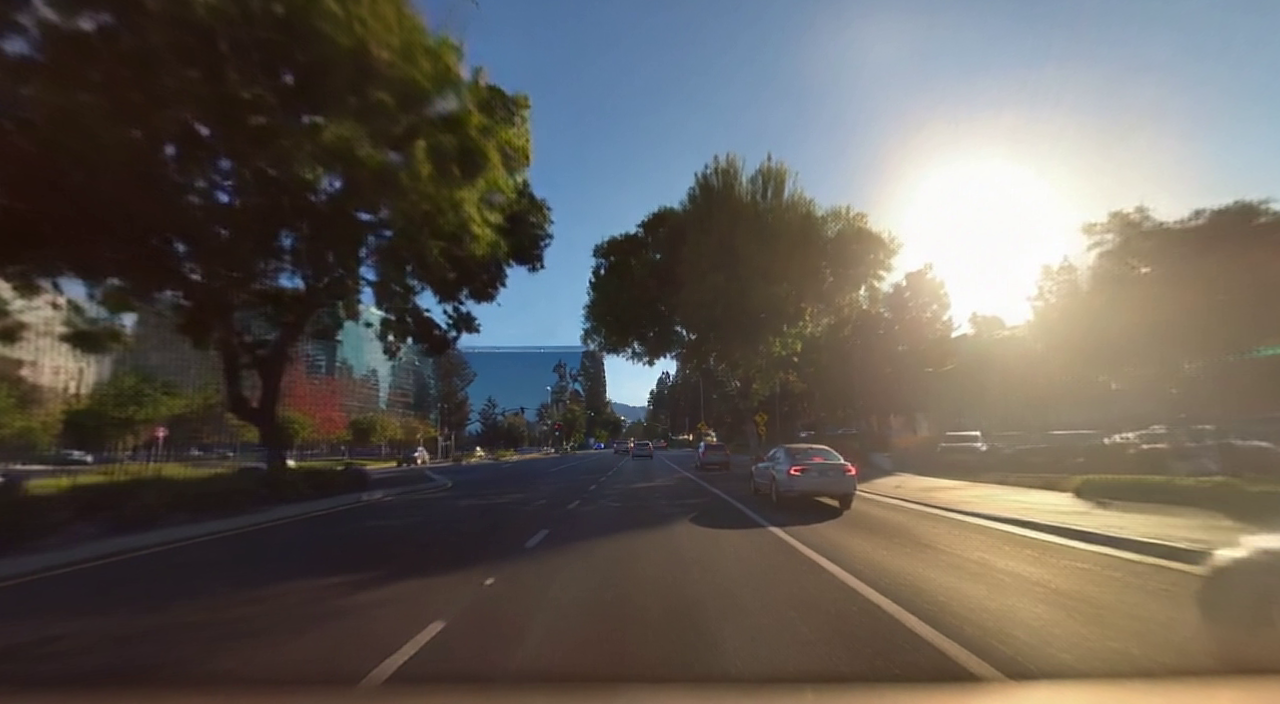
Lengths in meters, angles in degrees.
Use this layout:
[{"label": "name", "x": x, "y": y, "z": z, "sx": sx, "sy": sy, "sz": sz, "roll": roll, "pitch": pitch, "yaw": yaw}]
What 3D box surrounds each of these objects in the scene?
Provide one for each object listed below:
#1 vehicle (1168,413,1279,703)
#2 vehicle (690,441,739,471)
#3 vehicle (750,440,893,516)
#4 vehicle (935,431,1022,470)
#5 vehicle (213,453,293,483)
[{"label": "vehicle", "x": 4.029, "y": 0.800, "z": 1.471, "sx": 1.913, "sy": 1.463, "sz": 4.198, "roll": 0, "pitch": -8, "yaw": 0}, {"label": "vehicle", "x": 3.906, "y": 5.538, "z": 33.928, "sx": 1.939, "sy": 1.474, "sz": 4.716, "roll": 0, "pitch": -8, "yaw": -1}, {"label": "vehicle", "x": 3.848, "y": 2.726, "z": 14.227, "sx": 1.872, "sy": 1.431, "sz": 4.270, "roll": 0, "pitch": -8, "yaw": -1}, {"label": "vehicle", "x": 15.065, "y": 4.333, "z": 27.900, "sx": 2.165, "sy": 1.591, "sz": 4.471, "roll": -8, "pitch": -12, "yaw": 43}, {"label": "vehicle", "x": -21.942, "y": 6.555, "z": 35.965, "sx": 1.832, "sy": 1.496, "sz": 4.458, "roll": 0, "pitch": -8, "yaw": -2}]
